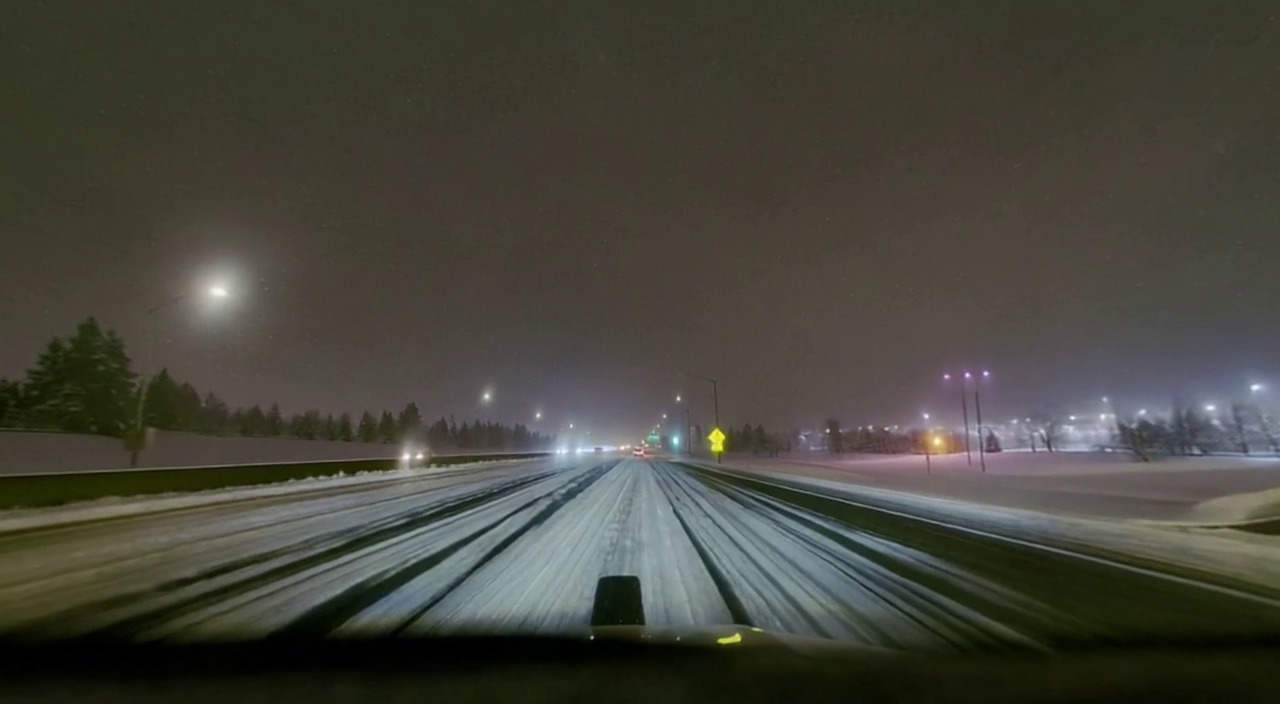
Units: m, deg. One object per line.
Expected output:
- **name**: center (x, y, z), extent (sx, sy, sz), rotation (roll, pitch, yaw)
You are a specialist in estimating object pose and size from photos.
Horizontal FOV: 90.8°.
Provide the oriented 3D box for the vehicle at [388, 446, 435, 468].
- **vehicle**: center (-17.310, 7.962, 48.060), extent (1.812, 1.583, 4.739), rotation (0, -8, 1)
